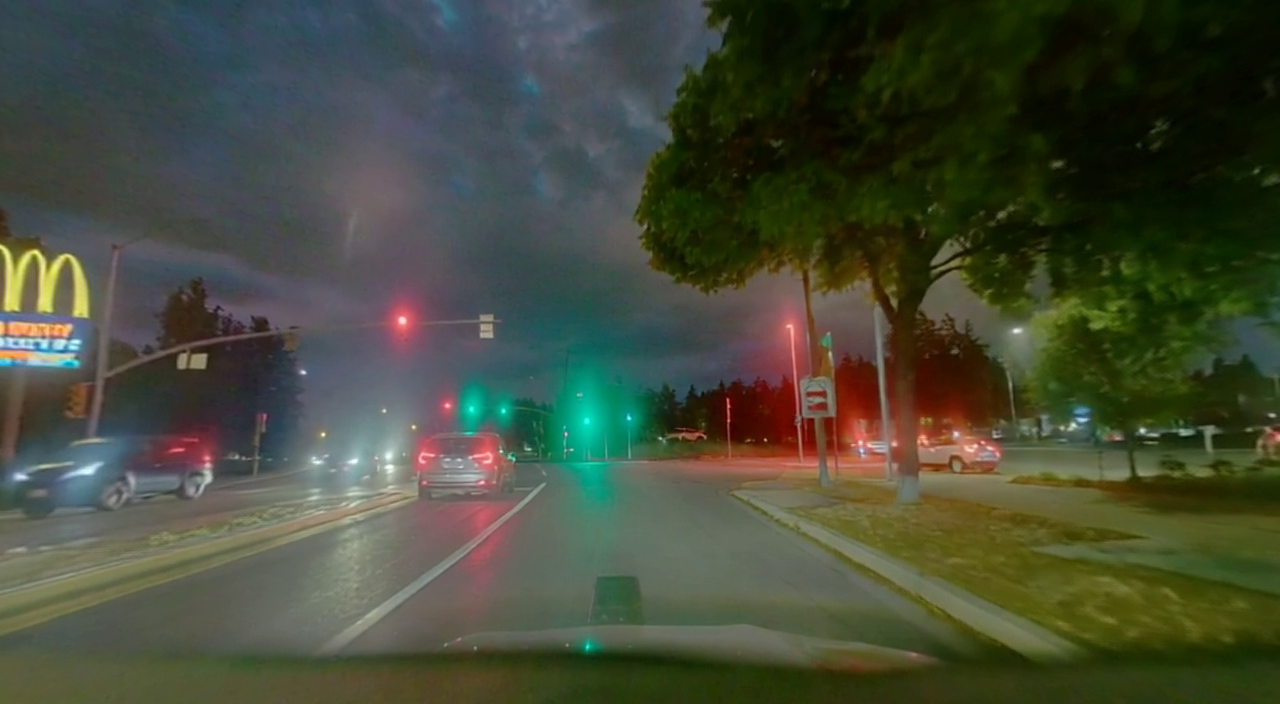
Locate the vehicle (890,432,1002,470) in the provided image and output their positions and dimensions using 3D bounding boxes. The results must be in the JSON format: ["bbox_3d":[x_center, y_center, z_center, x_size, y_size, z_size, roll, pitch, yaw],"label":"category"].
[{"bbox_3d":[15.390,5.020,32.093,4.857,1.803,2.147,-3,-9,21],"label":"vehicle"}]

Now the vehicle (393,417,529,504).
[{"bbox_3d":[-4.184,2.644,15.773,2.134,1.799,5.082,0,-9,-3],"label":"vehicle"}]

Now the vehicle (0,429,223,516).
[{"bbox_3d":[-15.806,3.573,19.430,2.555,2.199,5.958,1,-9,-9],"label":"vehicle"}]

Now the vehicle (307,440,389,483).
[{"bbox_3d":[-13.228,4.948,28.967,2.433,1.784,4.681,2,-9,-13],"label":"vehicle"}]
